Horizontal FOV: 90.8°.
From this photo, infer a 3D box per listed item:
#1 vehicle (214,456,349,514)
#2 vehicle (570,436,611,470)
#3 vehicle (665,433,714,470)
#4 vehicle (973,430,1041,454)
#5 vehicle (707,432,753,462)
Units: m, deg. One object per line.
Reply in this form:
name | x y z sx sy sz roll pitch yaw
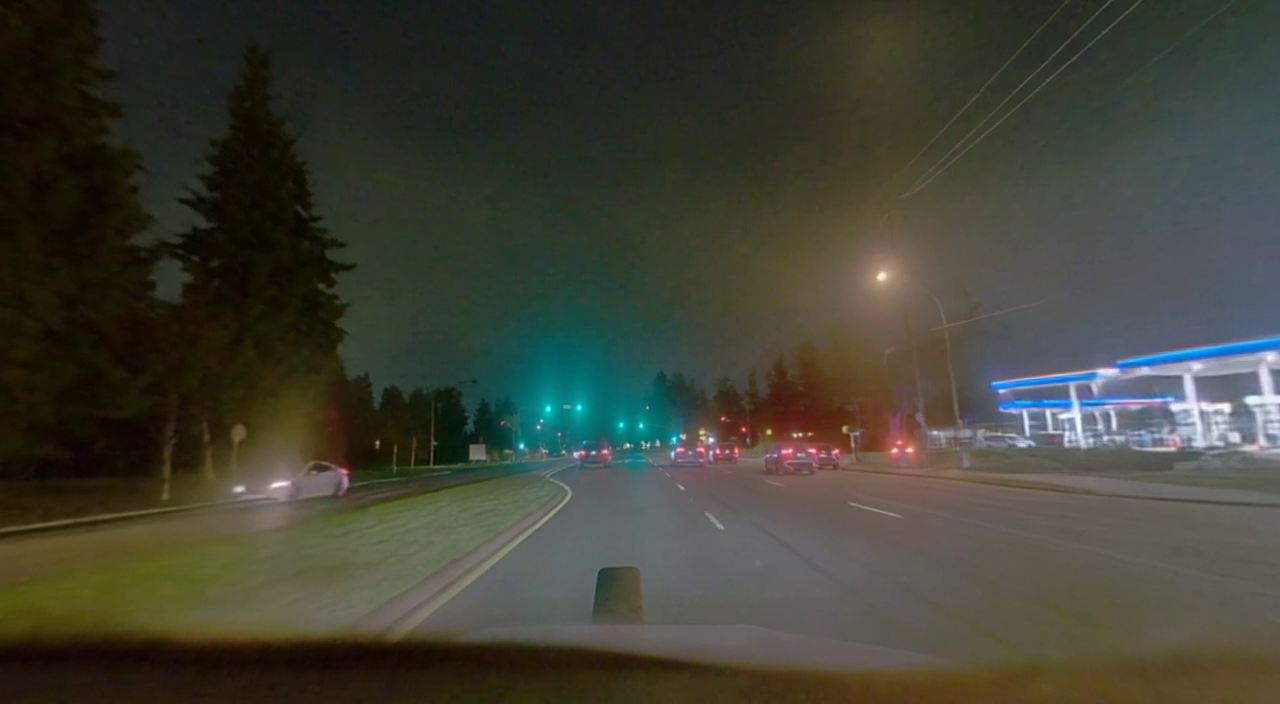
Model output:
vehicle | -11.943 4.416 21.477 1.934 1.674 4.445 0 -8 1
vehicle | -2.958 5.964 37.471 2.261 1.820 4.255 1 -8 -5
vehicle | 2.584 5.372 34.244 2.140 1.800 4.660 0 -8 -2
vehicle | 24.199 5.971 41.879 1.805 1.460 4.326 0 -8 -2
vehicle | 6.865 7.338 48.799 2.510 2.176 5.527 0 -8 -2
